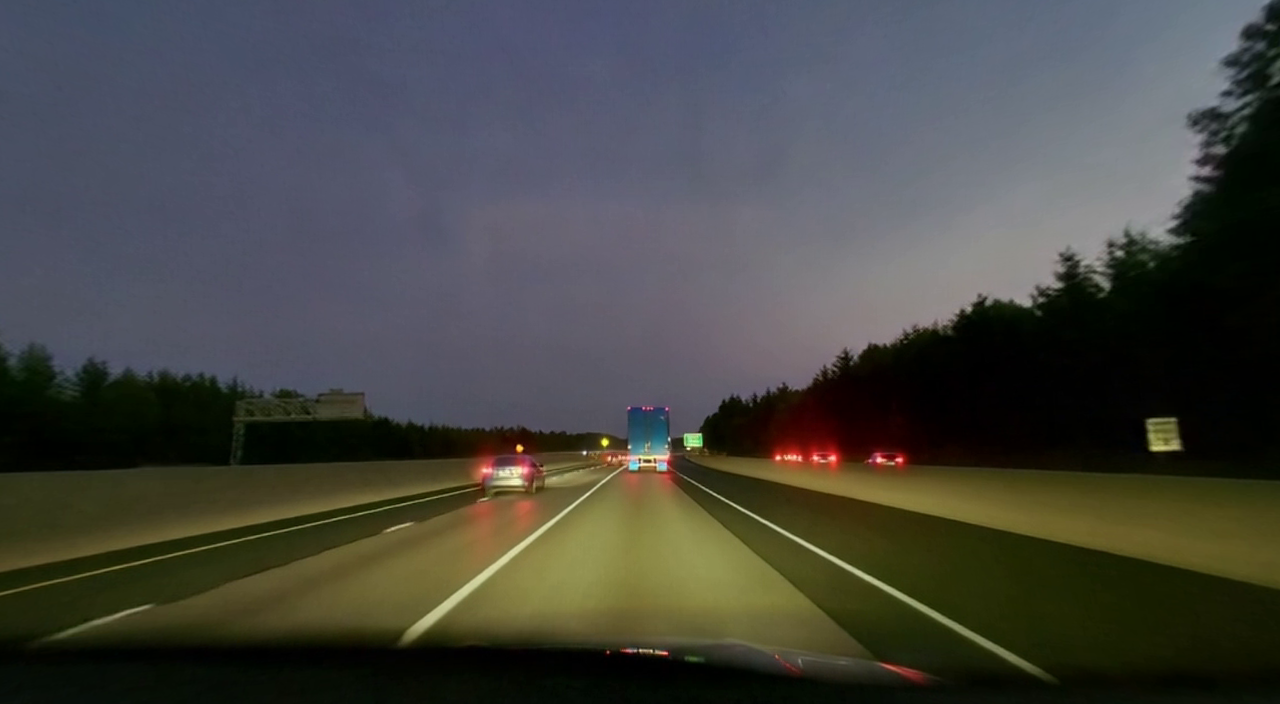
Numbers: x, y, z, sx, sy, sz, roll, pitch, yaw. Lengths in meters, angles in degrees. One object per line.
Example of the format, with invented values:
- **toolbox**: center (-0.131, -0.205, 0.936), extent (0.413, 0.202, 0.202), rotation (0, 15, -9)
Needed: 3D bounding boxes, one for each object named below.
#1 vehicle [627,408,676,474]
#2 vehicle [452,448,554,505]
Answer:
- **vehicle**: center (0.748, 6.361, 44.612), extent (3.022, 4.072, 10.318), rotation (0, -9, 0)
- **vehicle**: center (-3.839, 3.561, 18.552), extent (1.931, 1.466, 4.458), rotation (0, -9, 1)
